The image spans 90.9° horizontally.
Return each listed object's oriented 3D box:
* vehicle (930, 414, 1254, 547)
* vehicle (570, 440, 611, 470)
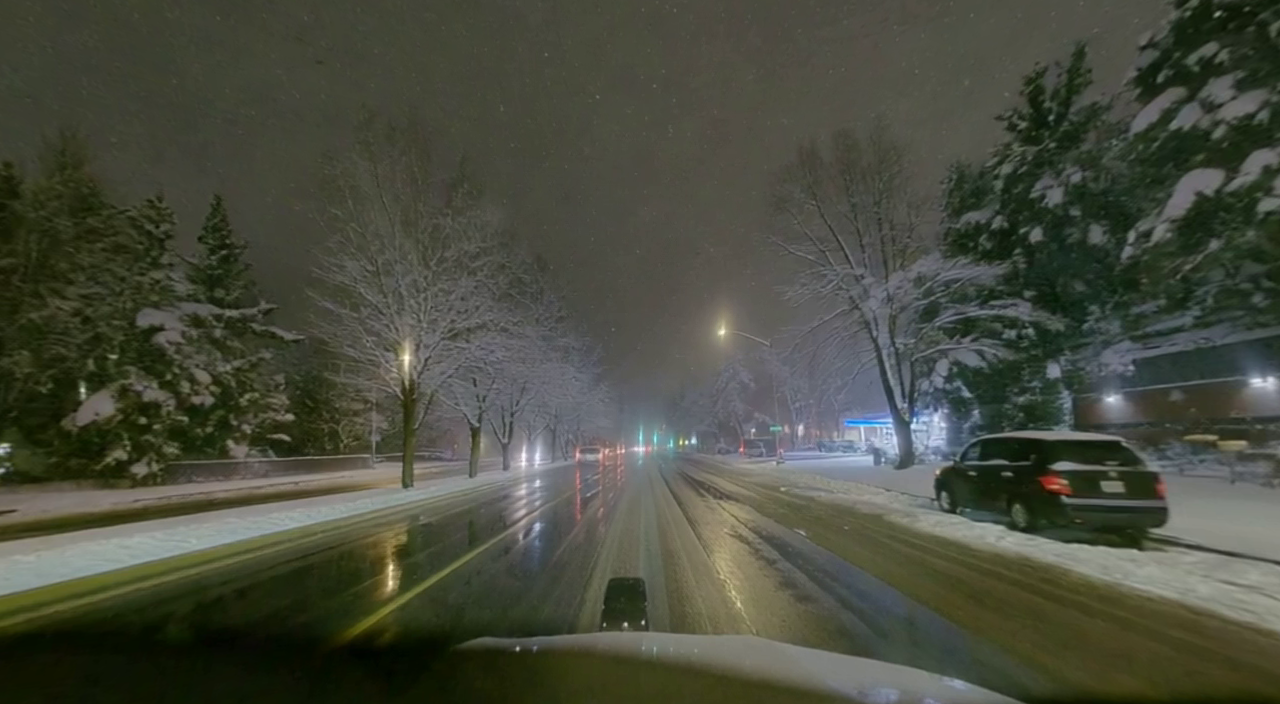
[{"bbox_3d":[6.858,1.989,10.406,1.952,1.684,4.535,-1,-9,0],"label":"vehicle"},{"bbox_3d":[-3.128,6.582,40.614,2.196,1.801,4.542,0,-8,1],"label":"vehicle"}]
